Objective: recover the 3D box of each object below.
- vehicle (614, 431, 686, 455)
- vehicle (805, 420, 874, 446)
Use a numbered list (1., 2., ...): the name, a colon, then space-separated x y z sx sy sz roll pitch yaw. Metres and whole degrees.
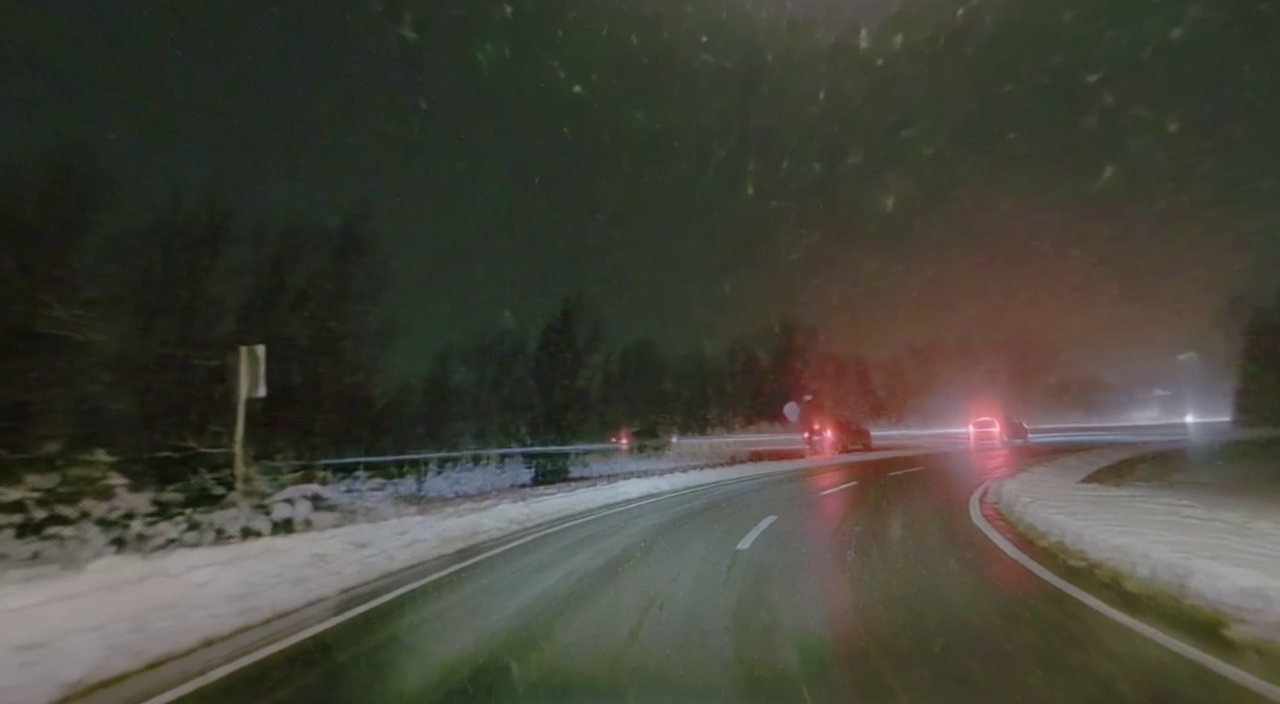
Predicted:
1. vehicle: 0.761 6.438 44.560 4.957 1.593 1.871 6 -10 -35
2. vehicle: 12.477 5.103 39.372 3.990 1.549 1.971 6 -10 -33
